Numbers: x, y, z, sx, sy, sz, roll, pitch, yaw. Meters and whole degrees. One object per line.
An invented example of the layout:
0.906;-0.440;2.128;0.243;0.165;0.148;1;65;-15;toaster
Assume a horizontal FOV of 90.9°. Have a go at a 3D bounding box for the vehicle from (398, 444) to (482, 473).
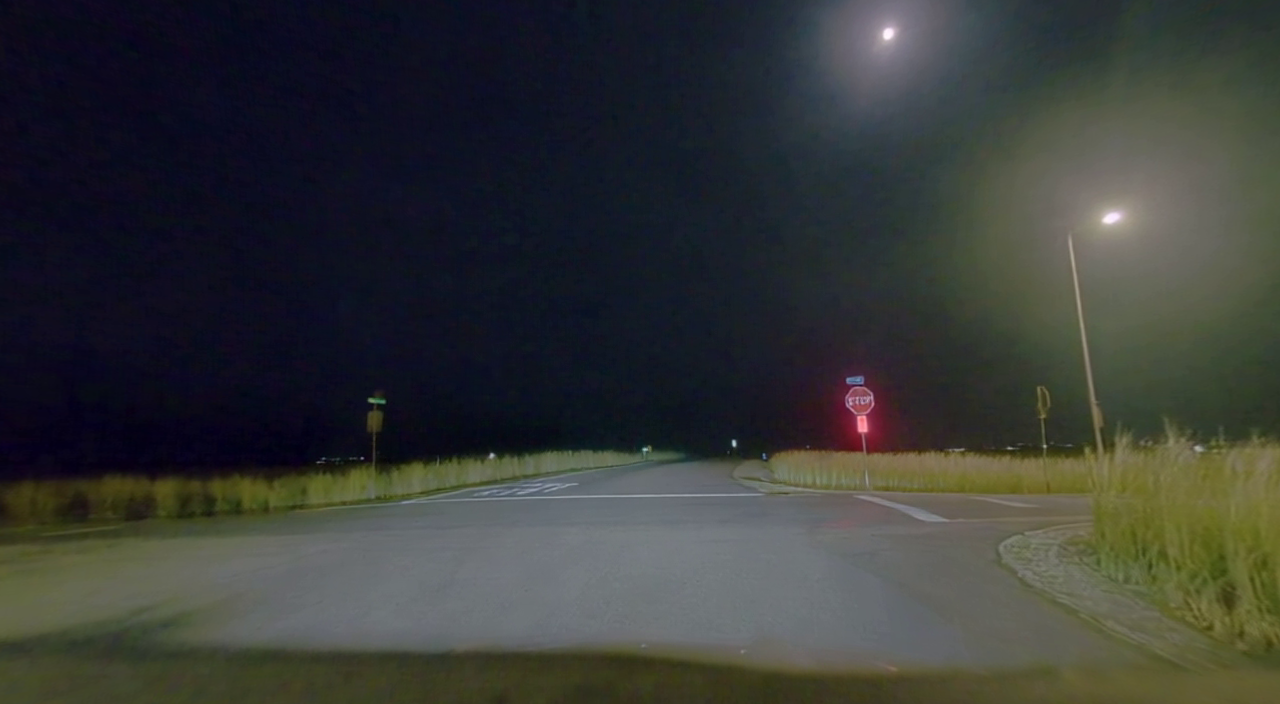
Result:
-12.645;6.748;40.032;4.590;1.735;1.973;0;-8;3;vehicle
